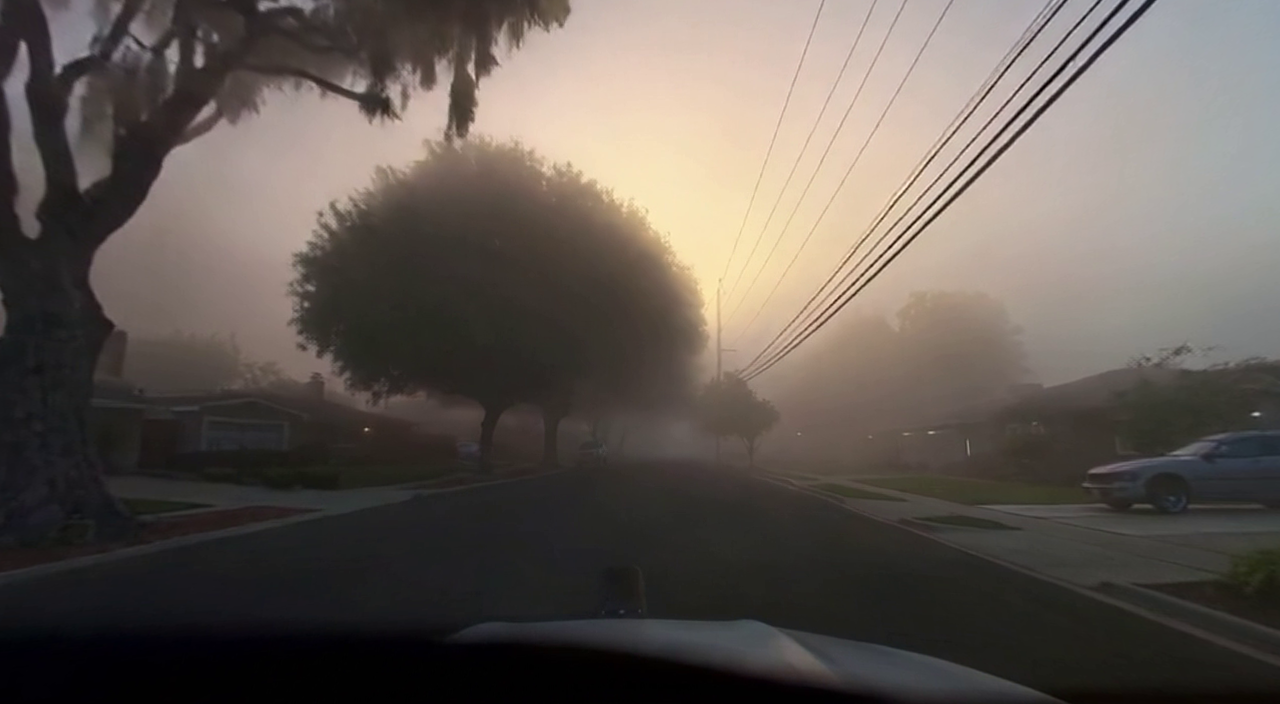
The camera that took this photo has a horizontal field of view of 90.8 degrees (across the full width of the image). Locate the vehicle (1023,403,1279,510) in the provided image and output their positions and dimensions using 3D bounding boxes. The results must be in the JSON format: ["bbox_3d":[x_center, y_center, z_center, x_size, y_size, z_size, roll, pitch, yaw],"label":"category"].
[{"bbox_3d":[11.133,2.017,12.376,5.693,1.886,2.235,0,-8,4],"label":"vehicle"}]

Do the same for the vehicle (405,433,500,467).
[{"bbox_3d":[-11.252,5.921,38.230,5.033,1.997,2.126,0,-8,2],"label":"vehicle"}]

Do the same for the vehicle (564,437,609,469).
[{"bbox_3d":[-3.920,7.640,47.736,2.739,2.164,6.065,-2,-9,1],"label":"vehicle"}]
